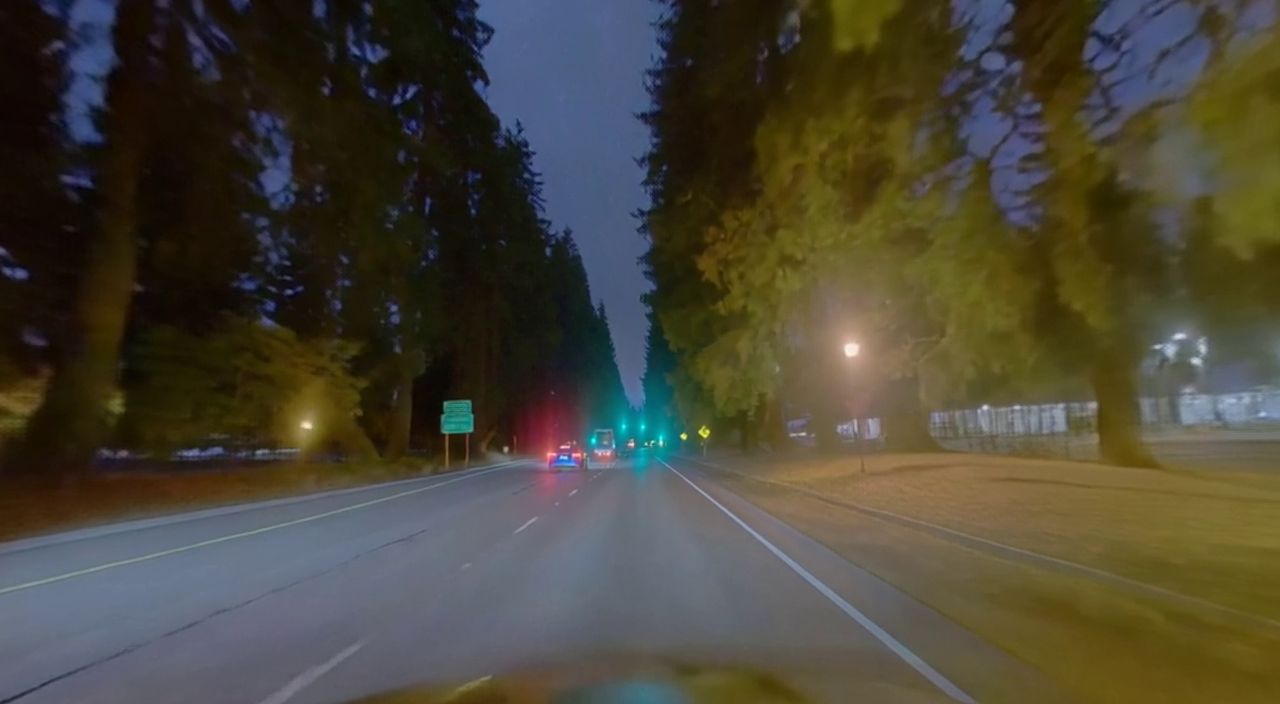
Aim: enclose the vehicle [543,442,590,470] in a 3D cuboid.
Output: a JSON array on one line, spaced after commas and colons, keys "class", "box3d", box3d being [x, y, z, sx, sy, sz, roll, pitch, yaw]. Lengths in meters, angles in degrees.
[{"class": "vehicle", "box3d": [-3.959, 5.696, 34.757, 2.005, 1.462, 4.345, 0, -8, 1]}]
